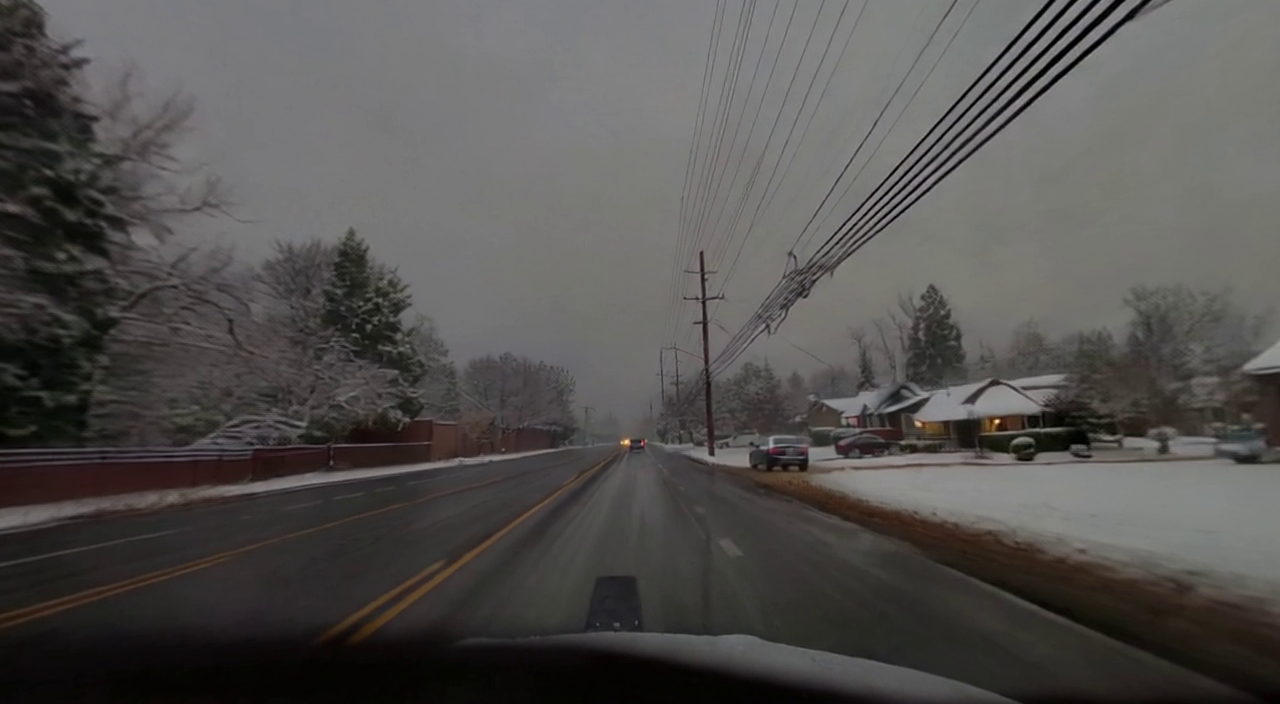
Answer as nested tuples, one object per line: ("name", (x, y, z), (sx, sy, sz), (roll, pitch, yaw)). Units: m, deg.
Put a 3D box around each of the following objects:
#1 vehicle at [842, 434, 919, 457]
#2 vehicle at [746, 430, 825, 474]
("vehicle", (15.007, 5.840, 39.443), (4.034, 1.403, 1.821), (0, -8, -2))
("vehicle", (5.944, 4.130, 26.372), (2.039, 1.637, 4.782), (0, -8, -1))
